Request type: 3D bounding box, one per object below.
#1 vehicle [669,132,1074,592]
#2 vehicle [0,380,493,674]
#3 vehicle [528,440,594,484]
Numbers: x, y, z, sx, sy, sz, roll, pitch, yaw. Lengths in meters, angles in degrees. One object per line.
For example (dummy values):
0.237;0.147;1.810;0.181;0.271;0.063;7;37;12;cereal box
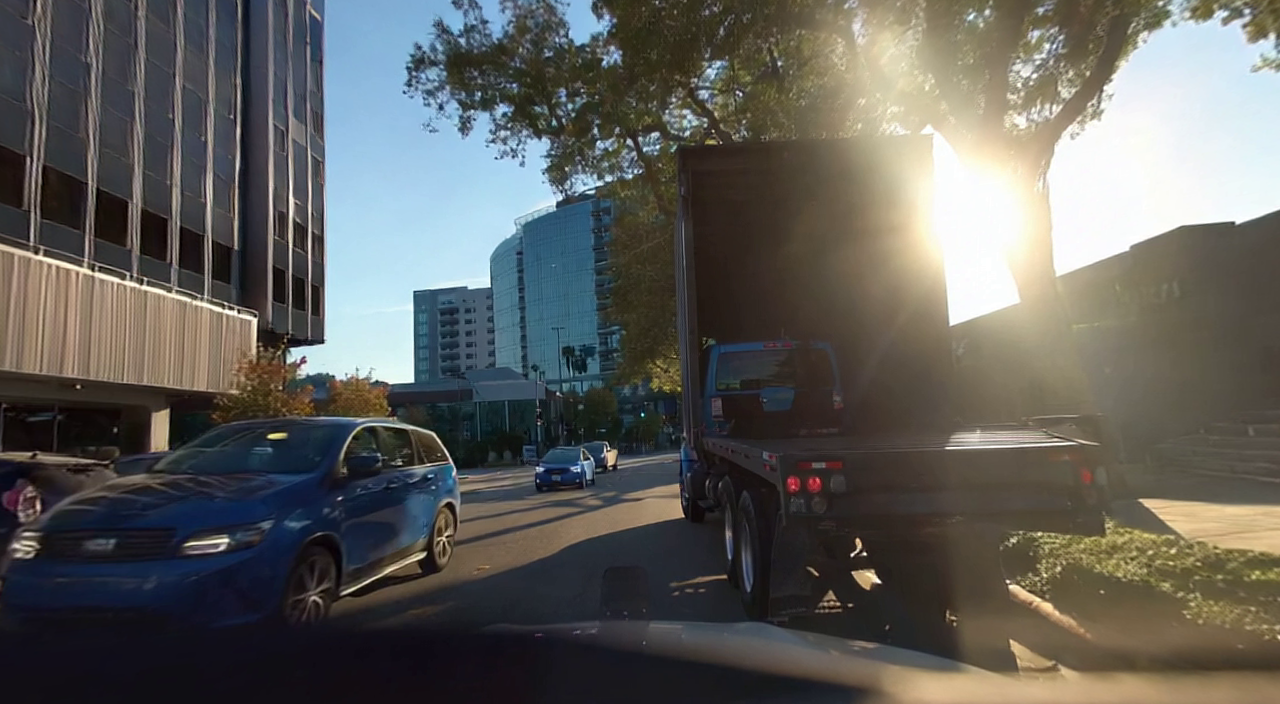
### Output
2.526;0.832;11.333;3.320;4.034;11.553;-1;-8;6;vehicle
-3.263;1.427;6.381;2.223;1.804;4.746;0;-8;2;vehicle
-3.037;4.321;25.055;2.183;1.563;4.257;0;-8;-2;vehicle
